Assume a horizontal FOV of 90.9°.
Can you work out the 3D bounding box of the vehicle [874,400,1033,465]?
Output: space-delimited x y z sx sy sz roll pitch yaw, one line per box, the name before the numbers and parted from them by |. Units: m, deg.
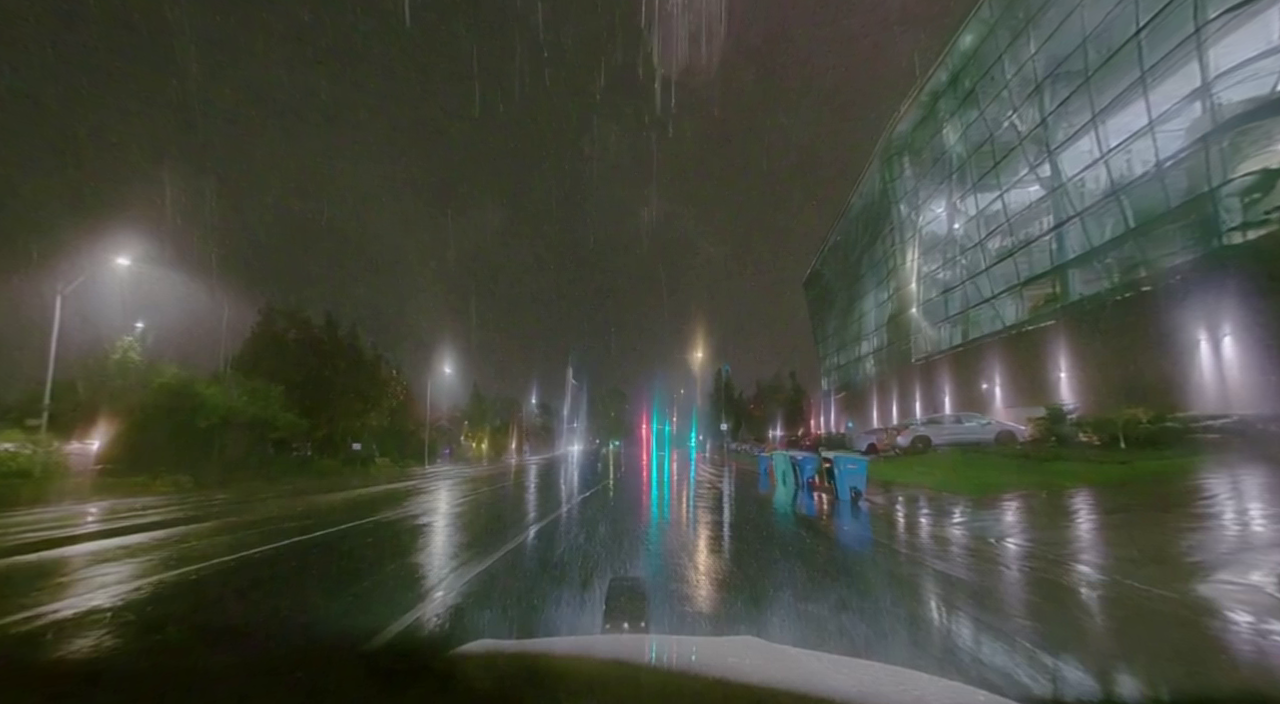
vehicle | 12.625 3.319 25.708 5.136 1.945 2.153 -7 -9 3
